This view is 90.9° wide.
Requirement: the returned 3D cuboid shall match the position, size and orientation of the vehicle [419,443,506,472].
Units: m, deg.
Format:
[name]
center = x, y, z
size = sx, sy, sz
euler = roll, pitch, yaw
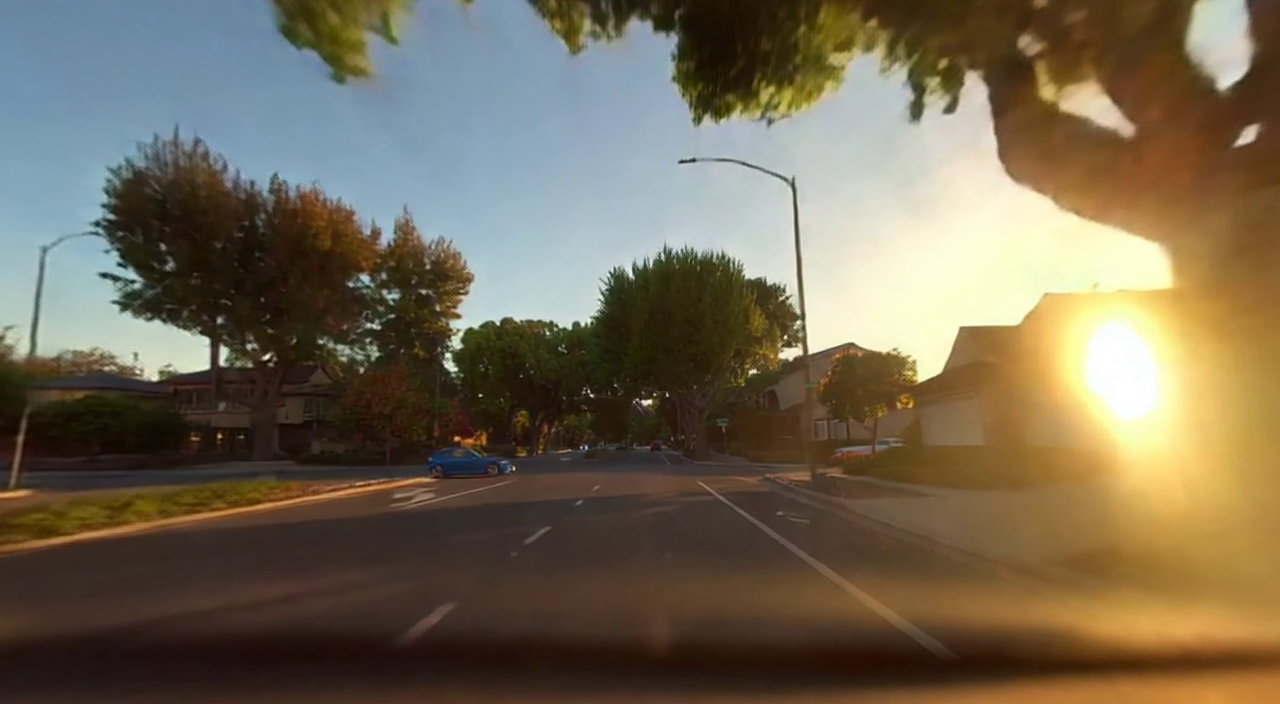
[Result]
[vehicle]
center = -11.025, 6.539, 39.142
size = 4.788, 1.666, 2.170
euler = 5, -10, -26
